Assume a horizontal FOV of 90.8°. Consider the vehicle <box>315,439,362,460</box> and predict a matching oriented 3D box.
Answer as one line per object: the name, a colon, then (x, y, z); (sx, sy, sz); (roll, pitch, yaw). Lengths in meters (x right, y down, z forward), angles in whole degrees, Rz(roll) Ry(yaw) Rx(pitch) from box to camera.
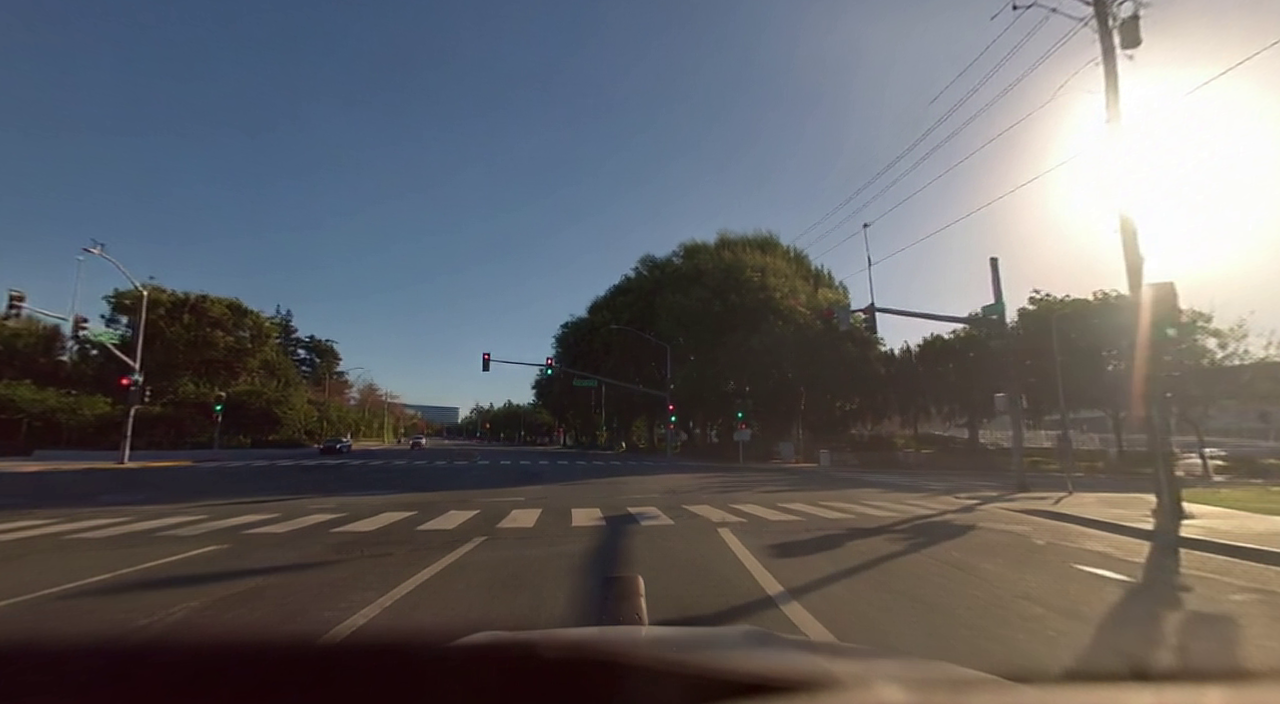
vehicle: (-21.966, 7.099, 46.203); (1.918, 1.432, 4.433); (1, -9, -10)
